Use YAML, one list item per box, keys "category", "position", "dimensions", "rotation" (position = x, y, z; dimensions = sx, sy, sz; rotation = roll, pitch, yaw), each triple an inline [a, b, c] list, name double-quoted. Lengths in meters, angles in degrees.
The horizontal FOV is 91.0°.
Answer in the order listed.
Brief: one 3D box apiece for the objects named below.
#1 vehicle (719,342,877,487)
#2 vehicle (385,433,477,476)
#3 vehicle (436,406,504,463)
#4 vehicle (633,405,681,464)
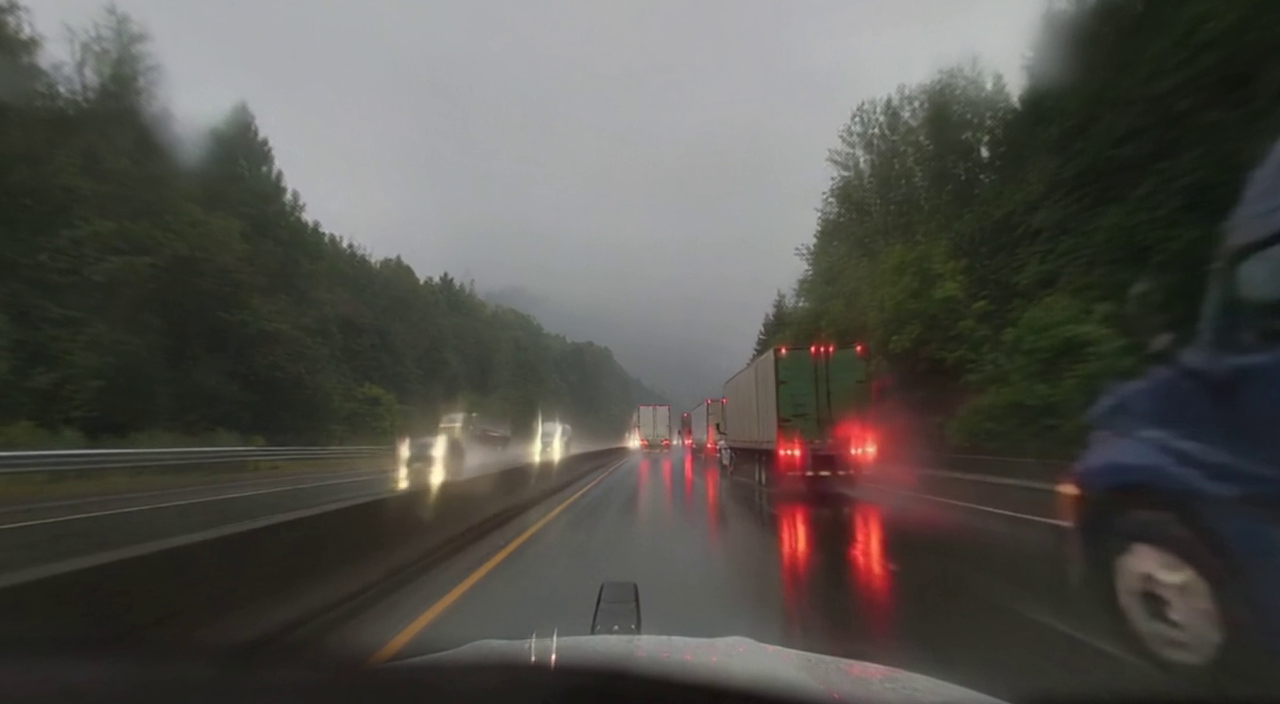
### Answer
- category: "vehicle"
  position: [5.200, 2.625, 24.094]
  dimensions: [2.749, 4.051, 12.981]
  rotation: [-1, -8, 0]
- category: "vehicle"
  position: [-8.682, 4.301, 26.721]
  dimensions: [2.083, 1.623, 5.238]
  rotation: [0, -8, 0]
- category: "vehicle"
  position: [-12.551, 6.199, 47.106]
  dimensions: [2.979, 3.945, 6.744]
  rotation: [-1, -8, 2]
- category: "vehicle"
  position: [1.082, 5.149, 39.096]
  dimensions: [2.644, 3.247, 7.454]
  rotation: [-1, -8, 2]
